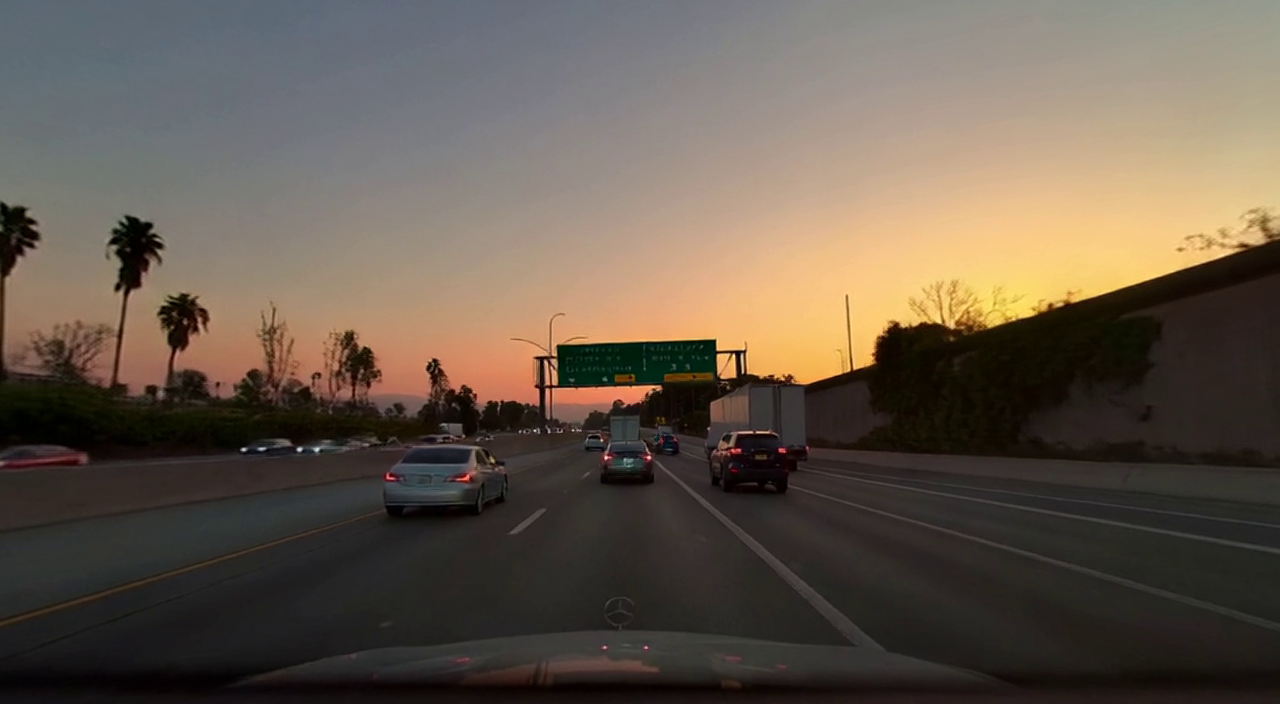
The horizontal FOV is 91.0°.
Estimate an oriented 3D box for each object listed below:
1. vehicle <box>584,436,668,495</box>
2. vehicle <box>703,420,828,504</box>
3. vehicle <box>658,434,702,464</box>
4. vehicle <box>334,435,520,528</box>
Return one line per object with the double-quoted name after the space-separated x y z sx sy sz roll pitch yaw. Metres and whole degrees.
-0.389 3.174 17.967 2.136 1.470 3.971 0 -8 -1 "vehicle"
3.055 2.800 16.467 2.173 1.870 4.499 0 -8 -2 "vehicle"
2.554 6.436 41.837 2.476 1.843 5.652 0 -8 -1 "vehicle"
-3.718 2.325 11.996 1.998 1.423 4.436 0 -8 0 "vehicle"
